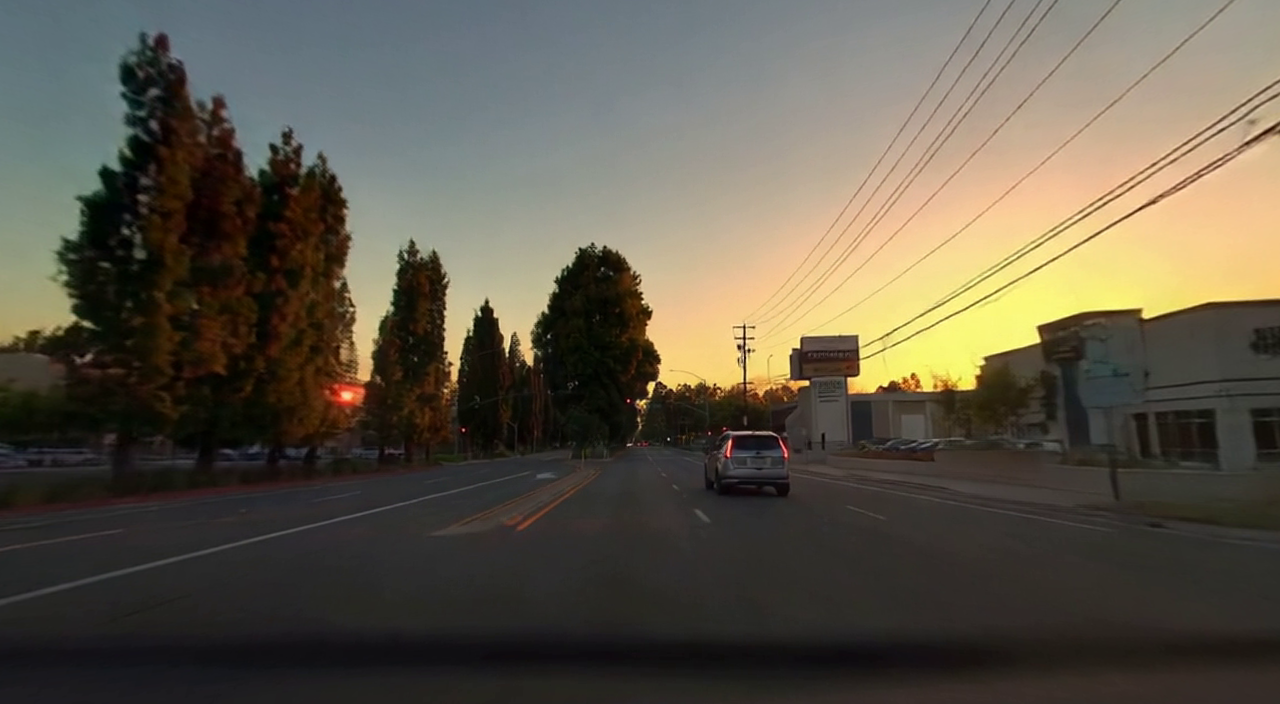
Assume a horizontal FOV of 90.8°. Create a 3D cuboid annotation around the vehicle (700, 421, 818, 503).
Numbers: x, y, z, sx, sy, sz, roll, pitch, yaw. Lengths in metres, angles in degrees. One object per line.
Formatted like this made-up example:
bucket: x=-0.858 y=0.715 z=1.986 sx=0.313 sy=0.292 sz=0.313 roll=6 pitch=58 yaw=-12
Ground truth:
vehicle: x=2.907 y=2.820 z=16.596 sx=2.060 sy=1.820 sz=4.713 roll=0 pitch=-9 yaw=-2
